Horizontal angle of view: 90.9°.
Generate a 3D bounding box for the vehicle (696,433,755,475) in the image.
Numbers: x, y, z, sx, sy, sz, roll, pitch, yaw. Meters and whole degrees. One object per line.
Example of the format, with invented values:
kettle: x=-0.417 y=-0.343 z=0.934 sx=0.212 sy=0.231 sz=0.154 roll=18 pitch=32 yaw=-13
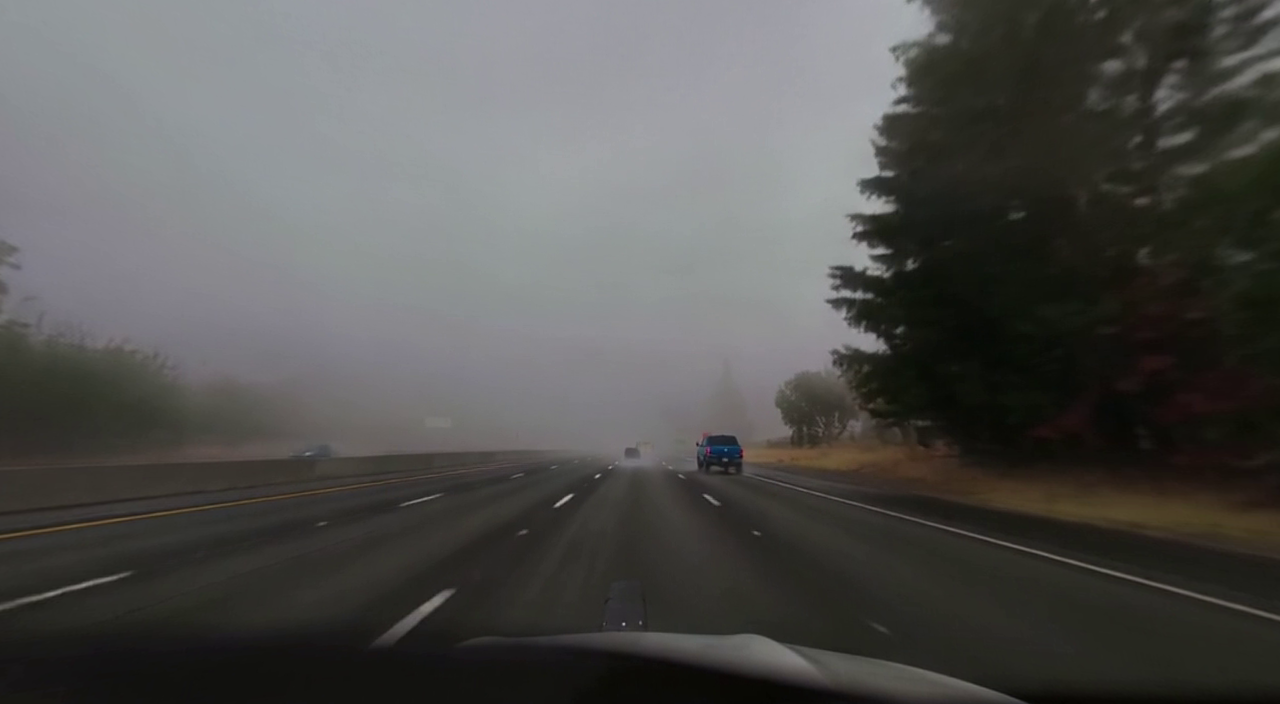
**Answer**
vehicle: x=4.223 y=5.128 z=31.954 sx=2.172 sy=1.930 sz=4.879 roll=0 pitch=-8 yaw=-1
